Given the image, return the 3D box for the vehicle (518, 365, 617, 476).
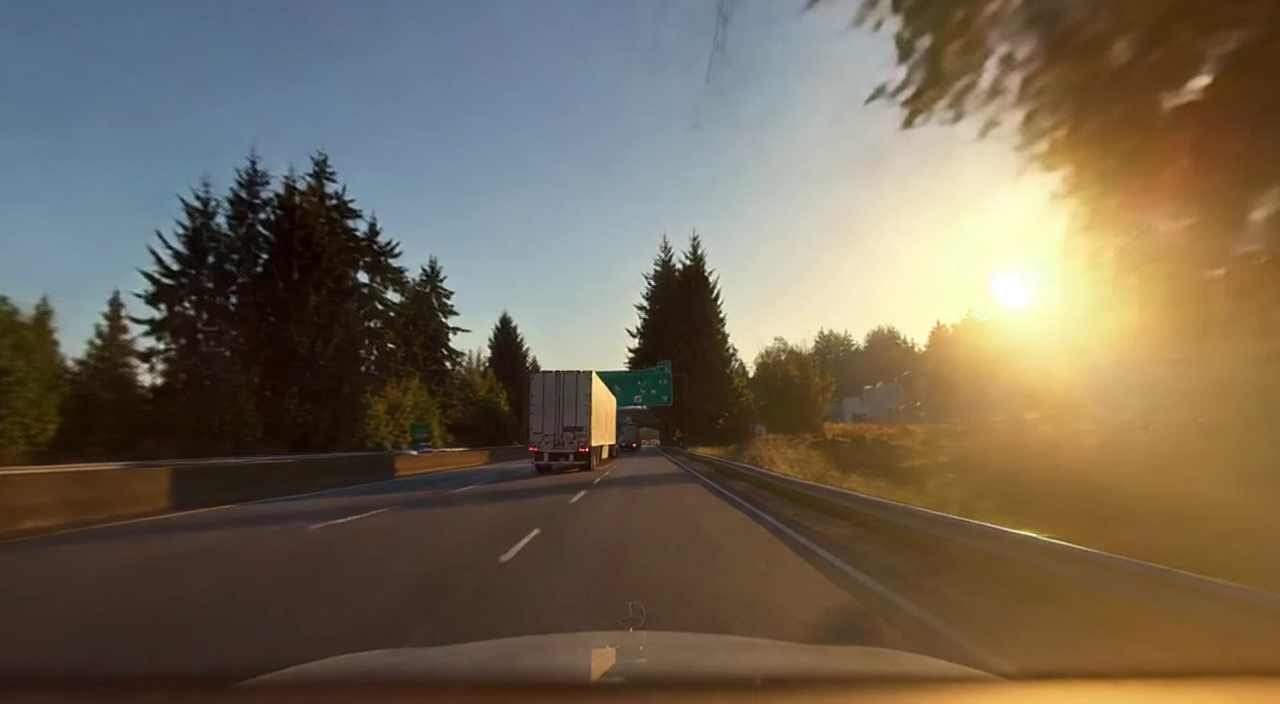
[{"bbox_3d":[-2.914,3.555,30.403,2.947,4.051,14.256,1,-8,1],"label":"vehicle"}]
